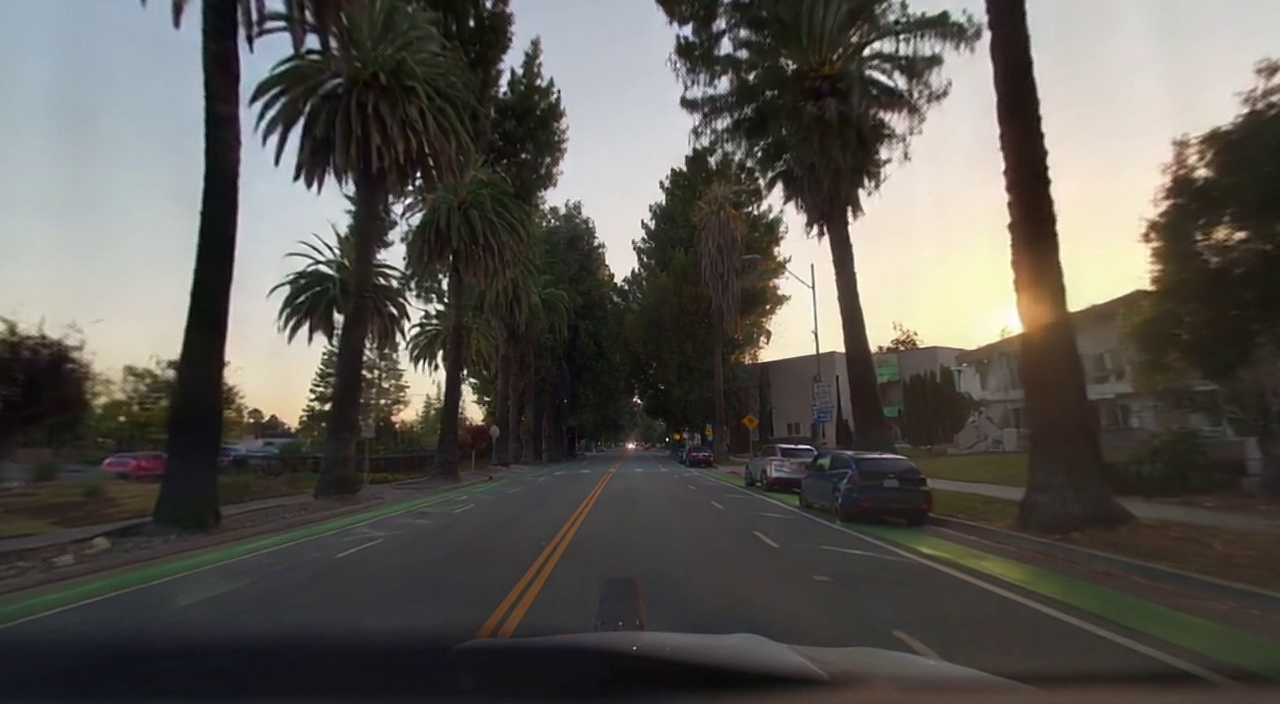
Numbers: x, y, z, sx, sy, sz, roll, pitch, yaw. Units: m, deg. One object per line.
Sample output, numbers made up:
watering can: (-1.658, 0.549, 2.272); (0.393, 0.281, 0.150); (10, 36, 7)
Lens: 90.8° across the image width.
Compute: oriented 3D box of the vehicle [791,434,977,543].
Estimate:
vehicle: (4.485, 2.568, 12.492); (2.000, 1.732, 4.298); (-1, -9, 1)

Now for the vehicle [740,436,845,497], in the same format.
vehicle: (4.747, 3.661, 20.546); (2.144, 1.720, 4.794); (0, -9, -1)

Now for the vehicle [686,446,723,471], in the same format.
vehicle: (4.380, 7.352, 43.767); (1.997, 1.640, 4.494); (0, -9, -1)
